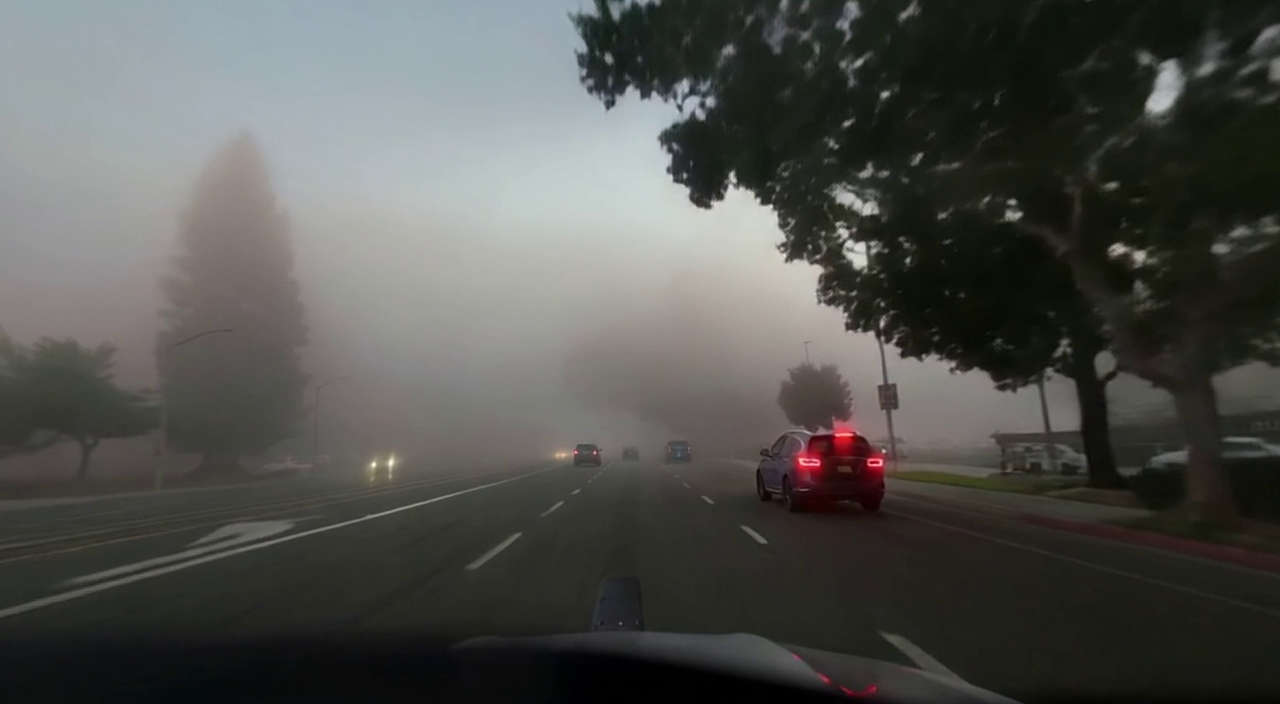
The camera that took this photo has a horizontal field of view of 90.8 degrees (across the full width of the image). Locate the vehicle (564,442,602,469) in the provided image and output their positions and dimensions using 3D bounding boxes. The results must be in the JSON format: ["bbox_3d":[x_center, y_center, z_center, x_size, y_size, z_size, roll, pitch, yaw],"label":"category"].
[{"bbox_3d":[-3.982,7.377,45.037,2.220,1.793,4.885,0,-9,1],"label":"vehicle"}]

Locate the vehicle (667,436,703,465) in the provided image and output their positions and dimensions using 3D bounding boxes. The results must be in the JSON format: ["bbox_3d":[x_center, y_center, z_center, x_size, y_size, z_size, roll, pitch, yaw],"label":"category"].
[{"bbox_3d":[3.338,7.483,48.019,2.197,2.034,4.667,0,-9,-2],"label":"vehicle"}]

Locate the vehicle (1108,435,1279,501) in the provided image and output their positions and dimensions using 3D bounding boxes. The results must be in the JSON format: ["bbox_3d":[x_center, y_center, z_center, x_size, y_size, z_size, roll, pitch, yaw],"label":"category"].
[{"bbox_3d":[16.293,3.259,17.959,4.407,1.494,1.799,-4,-9,1],"label":"vehicle"}]

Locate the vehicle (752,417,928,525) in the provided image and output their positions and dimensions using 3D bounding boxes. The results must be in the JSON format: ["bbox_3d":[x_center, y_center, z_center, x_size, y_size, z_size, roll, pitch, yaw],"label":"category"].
[{"bbox_3d":[3.768,2.335,12.895,2.060,1.816,4.343,0,-9,-1],"label":"vehicle"}]

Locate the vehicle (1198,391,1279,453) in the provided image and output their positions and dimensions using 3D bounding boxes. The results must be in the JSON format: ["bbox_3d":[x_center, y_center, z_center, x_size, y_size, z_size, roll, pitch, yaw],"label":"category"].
[{"bbox_3d":[36.805,4.071,36.823,5.871,3.300,2.842,0,-11,-9],"label":"vehicle"}]

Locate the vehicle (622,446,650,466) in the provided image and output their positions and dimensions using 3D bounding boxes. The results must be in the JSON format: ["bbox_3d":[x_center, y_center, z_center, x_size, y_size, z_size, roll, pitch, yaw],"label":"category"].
[{"bbox_3d":[-0.318,7.934,48.448,2.074,1.463,4.016,0,-9,-1],"label":"vehicle"}]
